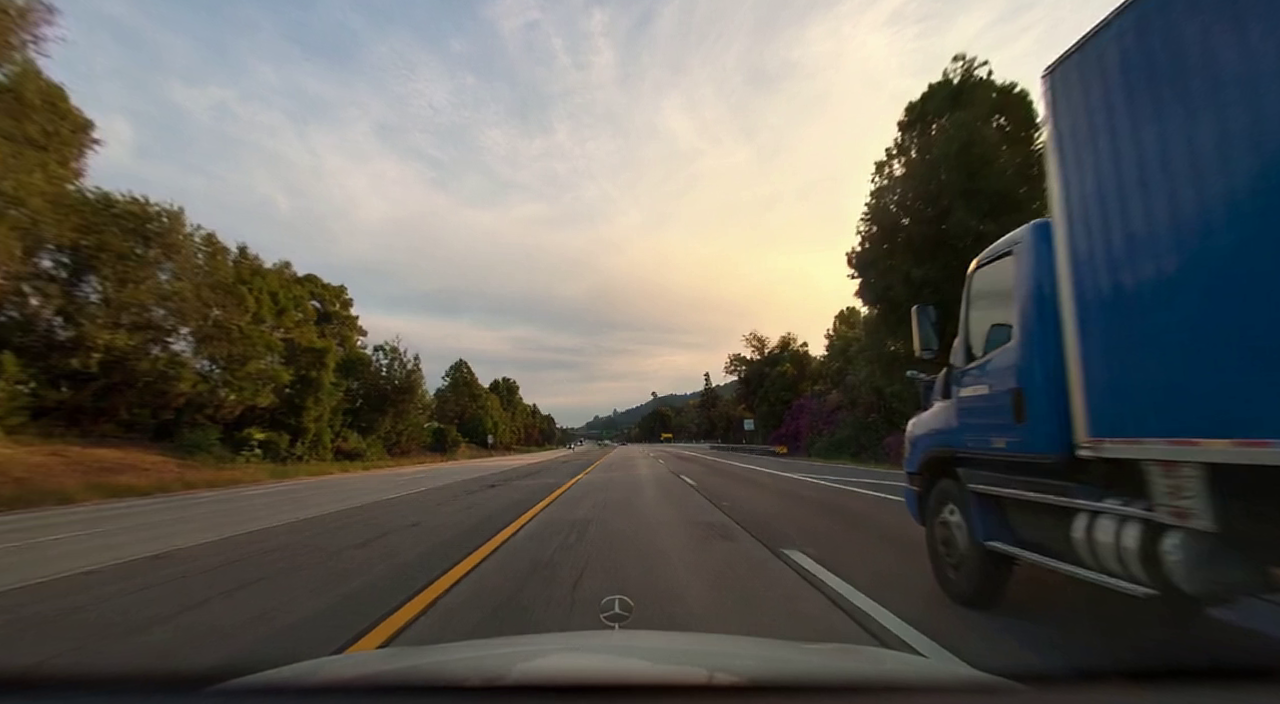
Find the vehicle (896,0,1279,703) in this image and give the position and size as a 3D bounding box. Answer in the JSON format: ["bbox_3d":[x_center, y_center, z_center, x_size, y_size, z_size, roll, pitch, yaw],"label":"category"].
[{"bbox_3d":[4.077,-0.374,0.926,2.948,3.586,10.177,0,-8,-1],"label":"vehicle"}]
